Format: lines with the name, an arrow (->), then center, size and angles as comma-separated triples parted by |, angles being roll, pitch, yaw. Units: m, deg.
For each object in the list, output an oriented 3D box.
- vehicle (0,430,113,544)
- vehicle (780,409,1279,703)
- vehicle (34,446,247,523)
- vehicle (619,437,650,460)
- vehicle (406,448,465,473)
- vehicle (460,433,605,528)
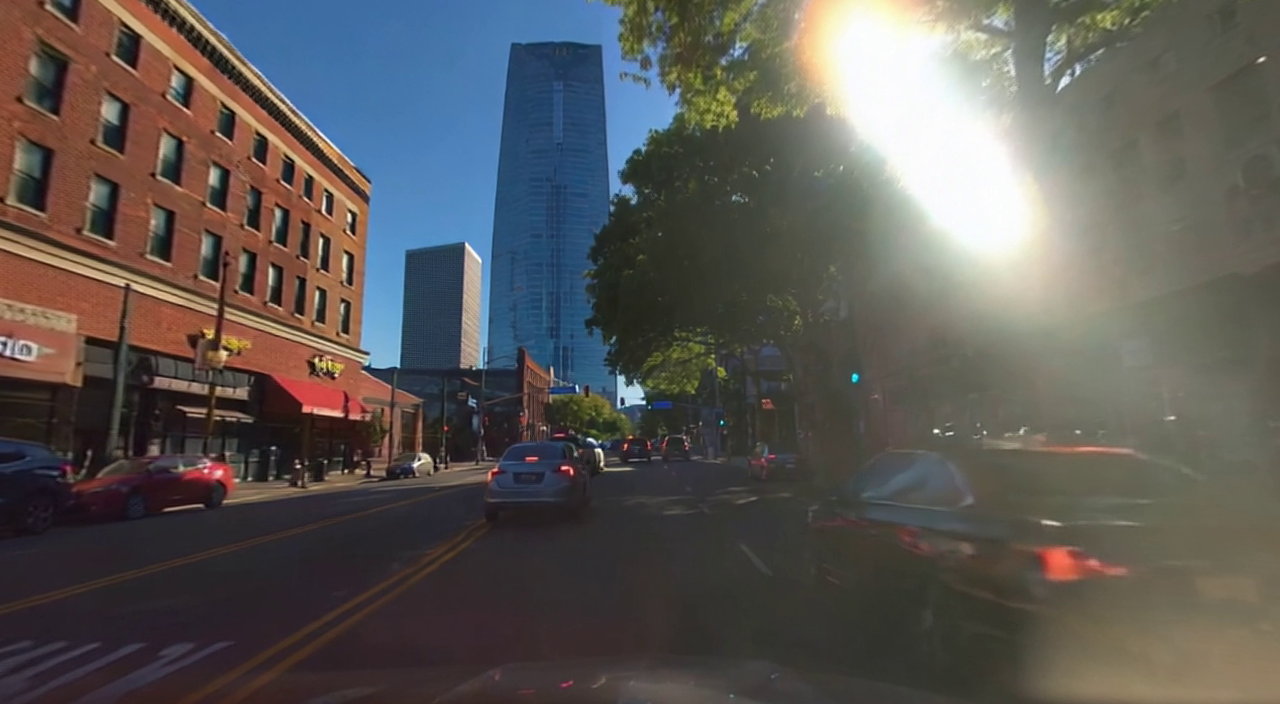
vehicle -> -12.755, 2.335, 10.702 | 2.384, 2.044, 6.030 | 0, -8, 0
vehicle -> 2.598, 1.266, 4.450 | 2.150, 1.464, 4.467 | 0, -8, -1
vehicle -> -12.823, 3.373, 16.685 | 2.000, 1.708, 4.494 | 0, -8, -1
vehicle -> -0.406, 6.812, 44.357 | 2.102, 1.521, 4.078 | 0, -8, -1
vehicle -> -12.896, 6.834, 40.032 | 2.075, 1.472, 4.638 | 0, -8, 1
vehicle -> -1.915, 2.304, 11.961 | 2.169, 1.427, 4.531 | 1, -9, -7
